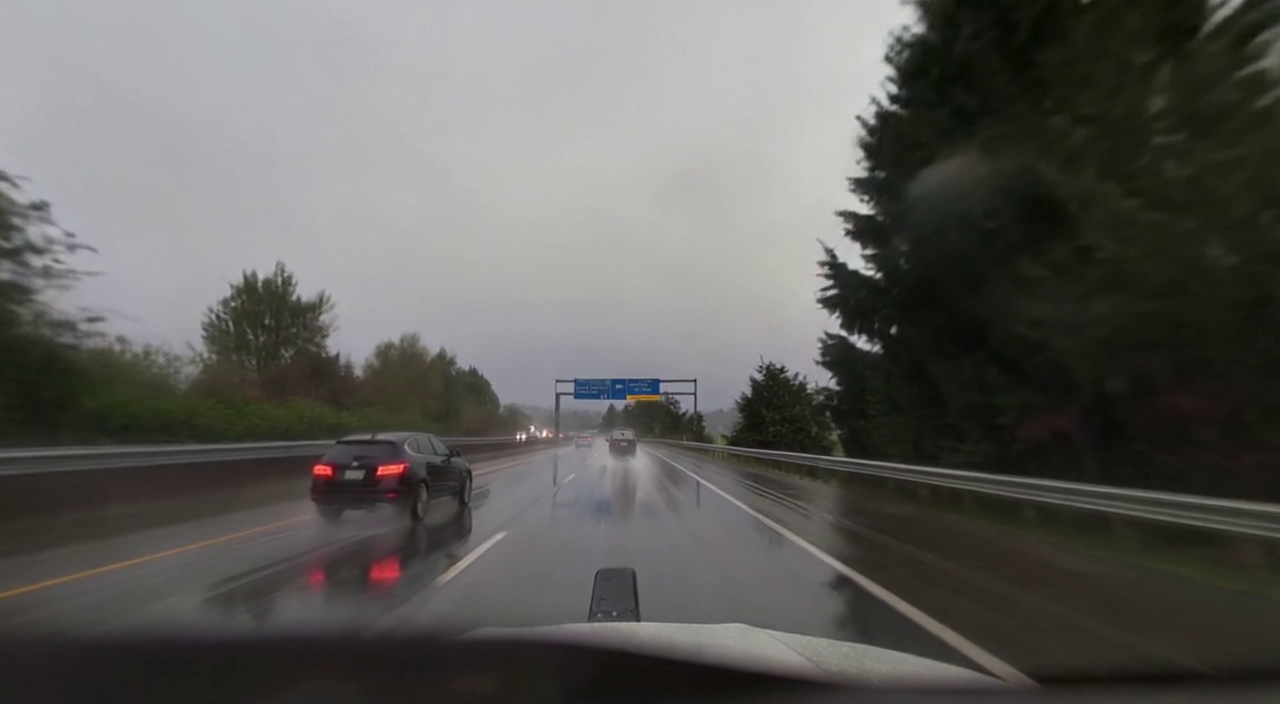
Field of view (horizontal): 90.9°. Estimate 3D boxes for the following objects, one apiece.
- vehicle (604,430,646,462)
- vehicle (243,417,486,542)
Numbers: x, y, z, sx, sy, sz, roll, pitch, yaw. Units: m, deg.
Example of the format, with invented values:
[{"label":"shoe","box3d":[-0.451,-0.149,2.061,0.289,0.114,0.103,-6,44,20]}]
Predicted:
[{"label":"vehicle","box3d":[-0.809,5.061,34.078,2.162,1.616,4.242,0,-8,-2]},{"label":"vehicle","box3d":[-3.909,1.856,9.925,1.975,1.518,4.242,0,-8,-1]}]
